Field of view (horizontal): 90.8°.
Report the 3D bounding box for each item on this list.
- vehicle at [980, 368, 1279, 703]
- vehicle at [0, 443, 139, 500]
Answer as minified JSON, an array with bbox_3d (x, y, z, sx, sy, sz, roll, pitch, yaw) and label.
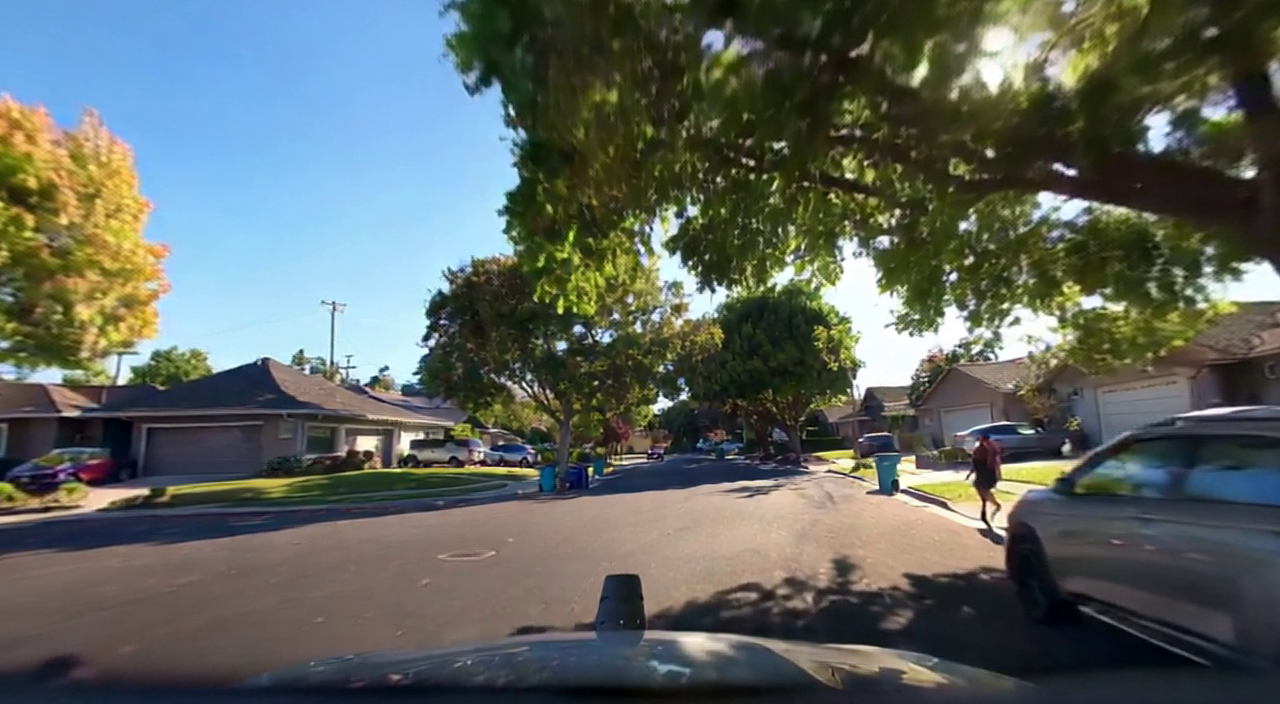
[{"bbox_3d":[3.819,1.027,3.225,2.053,1.737,4.375,-1,-9,6],"label":"vehicle"},{"bbox_3d":[-20.704,4.168,22.471,2.021,1.798,4.491,0,-9,-1],"label":"vehicle"}]
